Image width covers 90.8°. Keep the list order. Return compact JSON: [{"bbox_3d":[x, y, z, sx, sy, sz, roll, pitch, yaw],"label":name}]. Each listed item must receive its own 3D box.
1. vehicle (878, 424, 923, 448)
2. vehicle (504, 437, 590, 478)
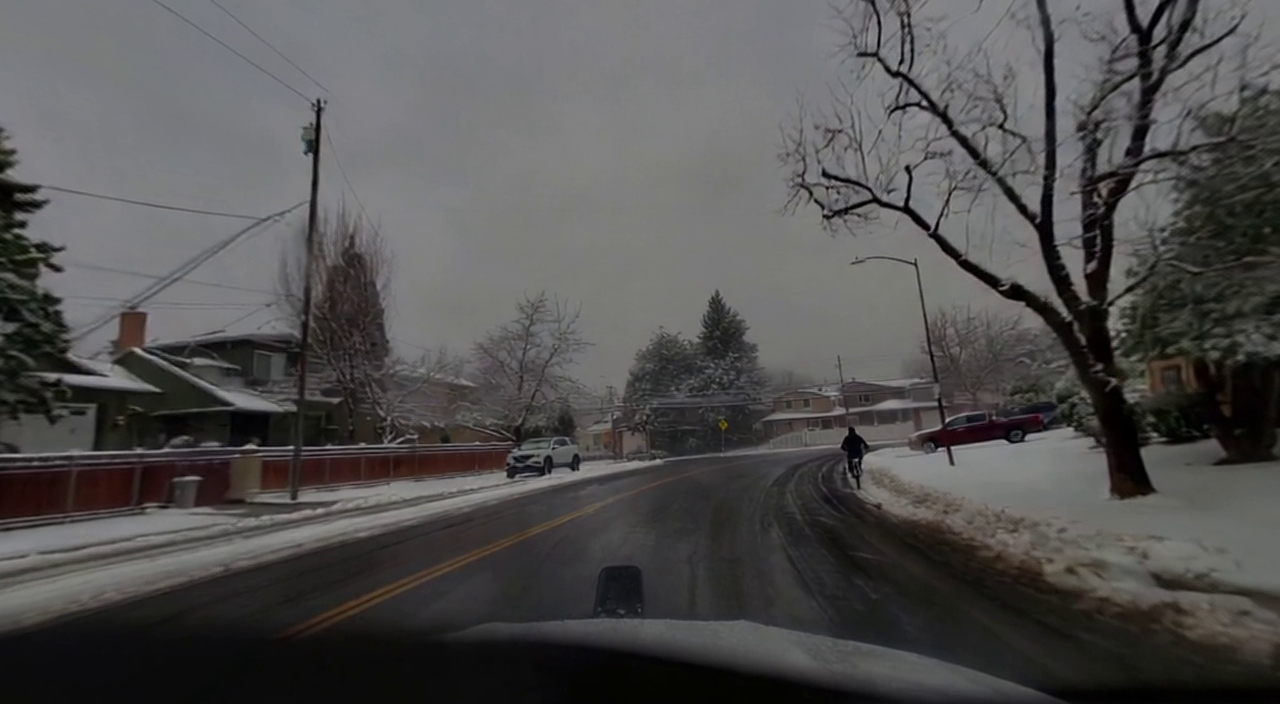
[{"bbox_3d":[19.718,6.411,47.750,2.105,1.705,4.392,-6,-11,35],"label":"vehicle"},{"bbox_3d":[-3.982,4.623,27.914,1.937,1.670,4.391,-3,-9,19],"label":"vehicle"}]
